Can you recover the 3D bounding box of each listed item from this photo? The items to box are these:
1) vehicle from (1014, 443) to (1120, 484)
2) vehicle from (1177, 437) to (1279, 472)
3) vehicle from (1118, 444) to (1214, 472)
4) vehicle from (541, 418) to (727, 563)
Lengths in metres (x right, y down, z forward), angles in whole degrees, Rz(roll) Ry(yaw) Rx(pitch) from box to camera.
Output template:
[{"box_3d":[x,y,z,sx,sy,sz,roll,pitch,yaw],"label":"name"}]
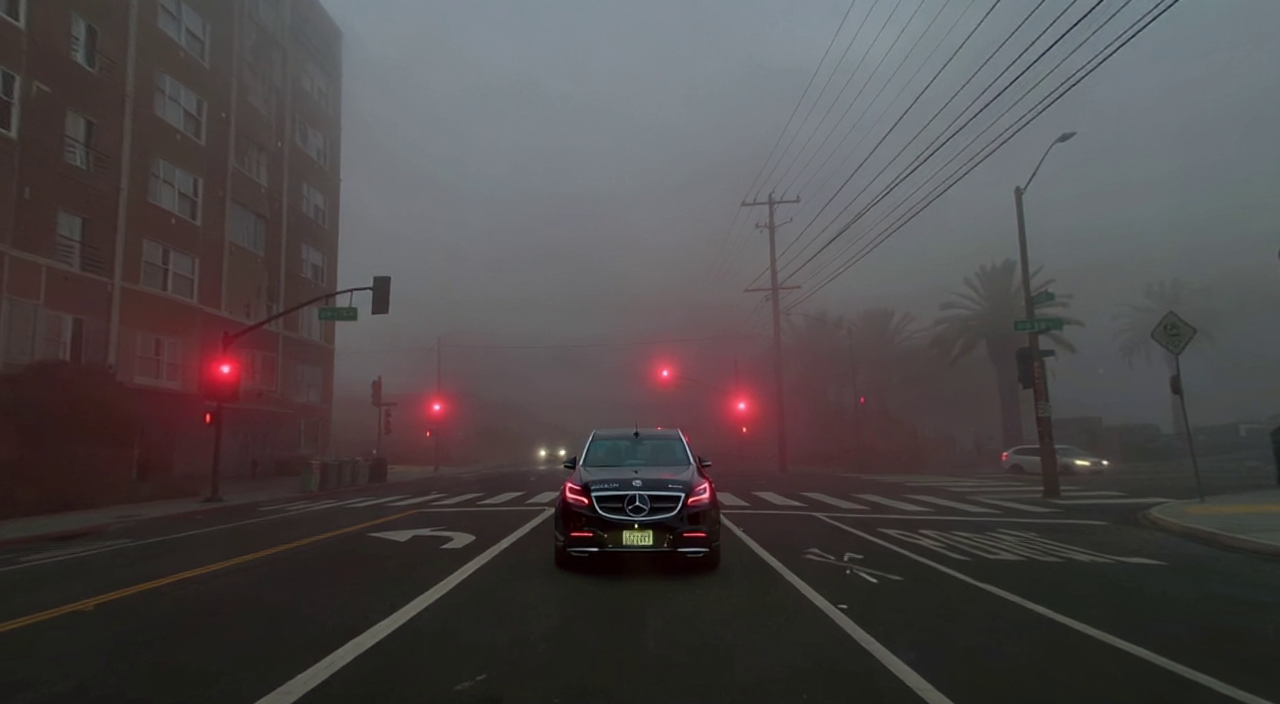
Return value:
[{"box_3d":[18.289,4.718,27.050,4.118,1.593,2.004,4,-10,-29],"label":"vehicle"},{"box_3d":[32.315,5.500,34.054,4.649,1.760,2.029,-1,-8,3],"label":"vehicle"},{"box_3d":[32.231,6.475,38.778,4.234,1.613,1.812,0,-8,-1],"label":"vehicle"},{"box_3d":[-0.079,1.877,9.238,2.144,1.643,3.770,0,-8,0],"label":"vehicle"}]
